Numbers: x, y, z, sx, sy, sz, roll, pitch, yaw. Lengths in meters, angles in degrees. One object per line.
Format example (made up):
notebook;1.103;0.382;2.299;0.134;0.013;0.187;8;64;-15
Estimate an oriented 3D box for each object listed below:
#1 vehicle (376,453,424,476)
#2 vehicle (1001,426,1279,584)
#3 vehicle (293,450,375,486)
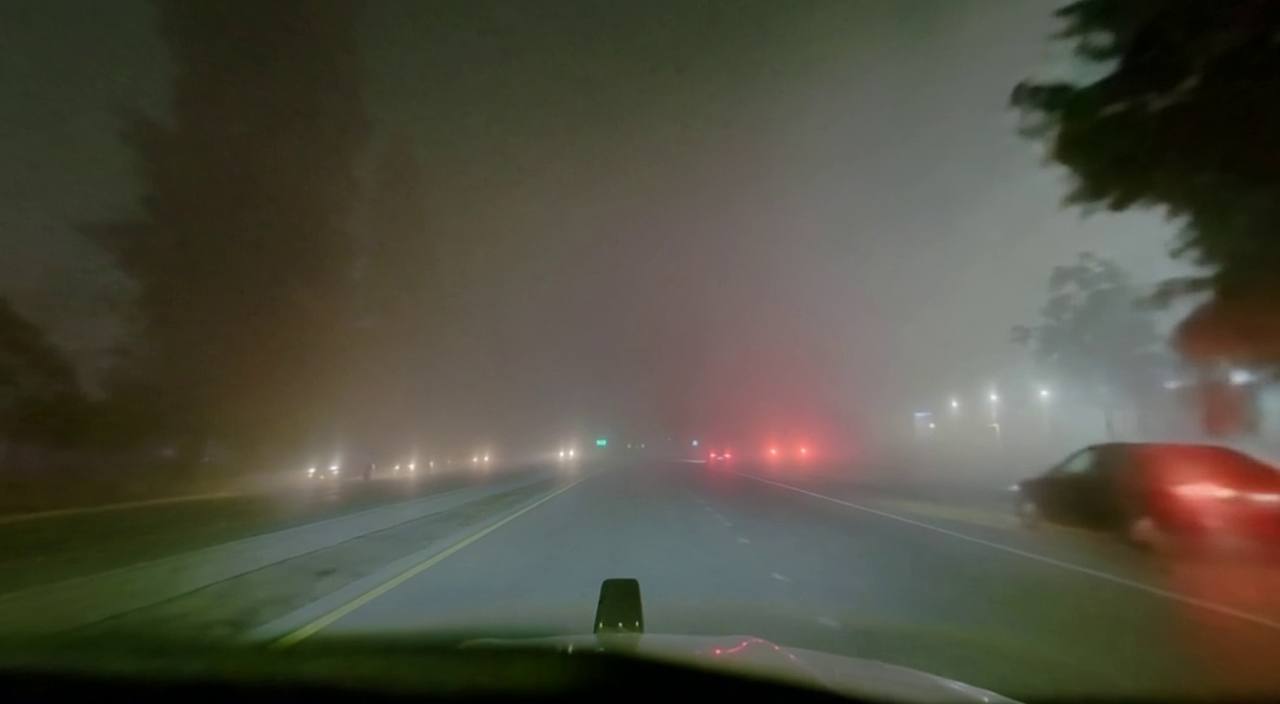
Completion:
vehicle;-17.928;8.400;47.405;1.851;1.563;4.336;0;-9;0
vehicle;7.245;1.872;8.634;1.838;1.554;4.607;0;-9;-1
vehicle;-17.761;6.708;37.043;1.999;1.875;5.842;0;-8;-1
